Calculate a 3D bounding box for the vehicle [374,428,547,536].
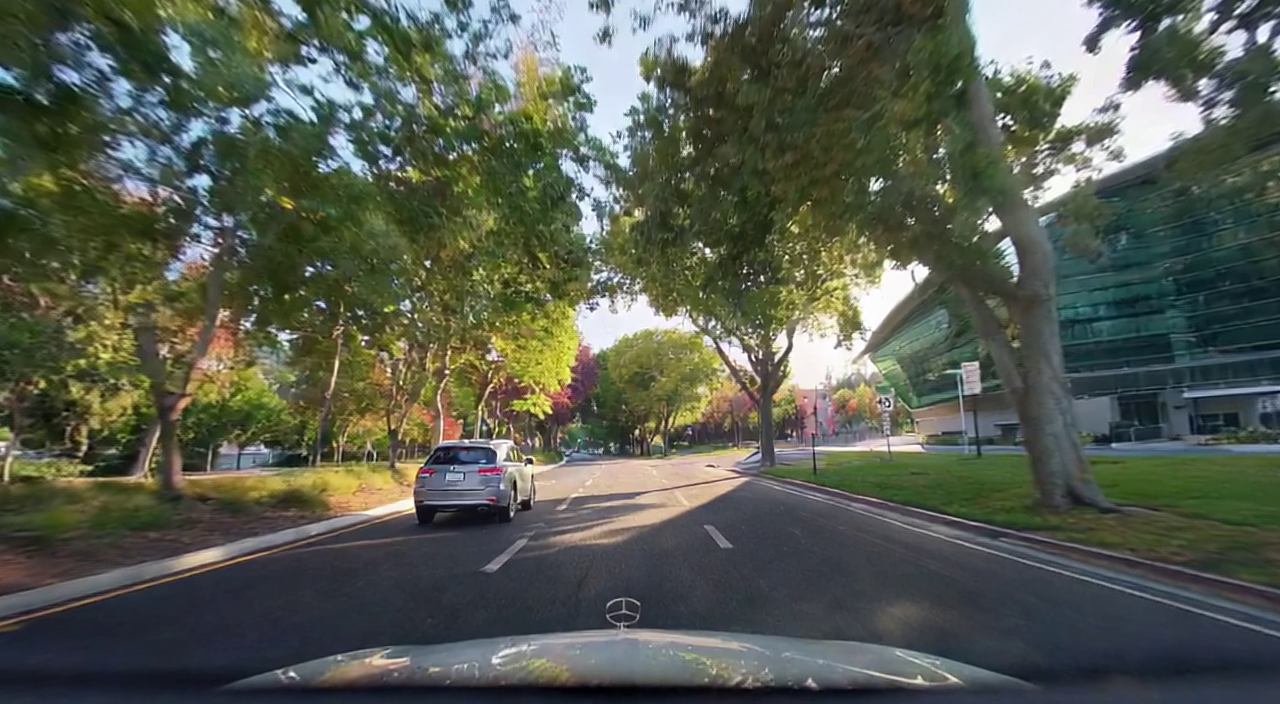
[{"bbox_3d":[-3.215,2.430,12.469,2.067,1.700,4.561,0,-9,0],"label":"vehicle"}]
